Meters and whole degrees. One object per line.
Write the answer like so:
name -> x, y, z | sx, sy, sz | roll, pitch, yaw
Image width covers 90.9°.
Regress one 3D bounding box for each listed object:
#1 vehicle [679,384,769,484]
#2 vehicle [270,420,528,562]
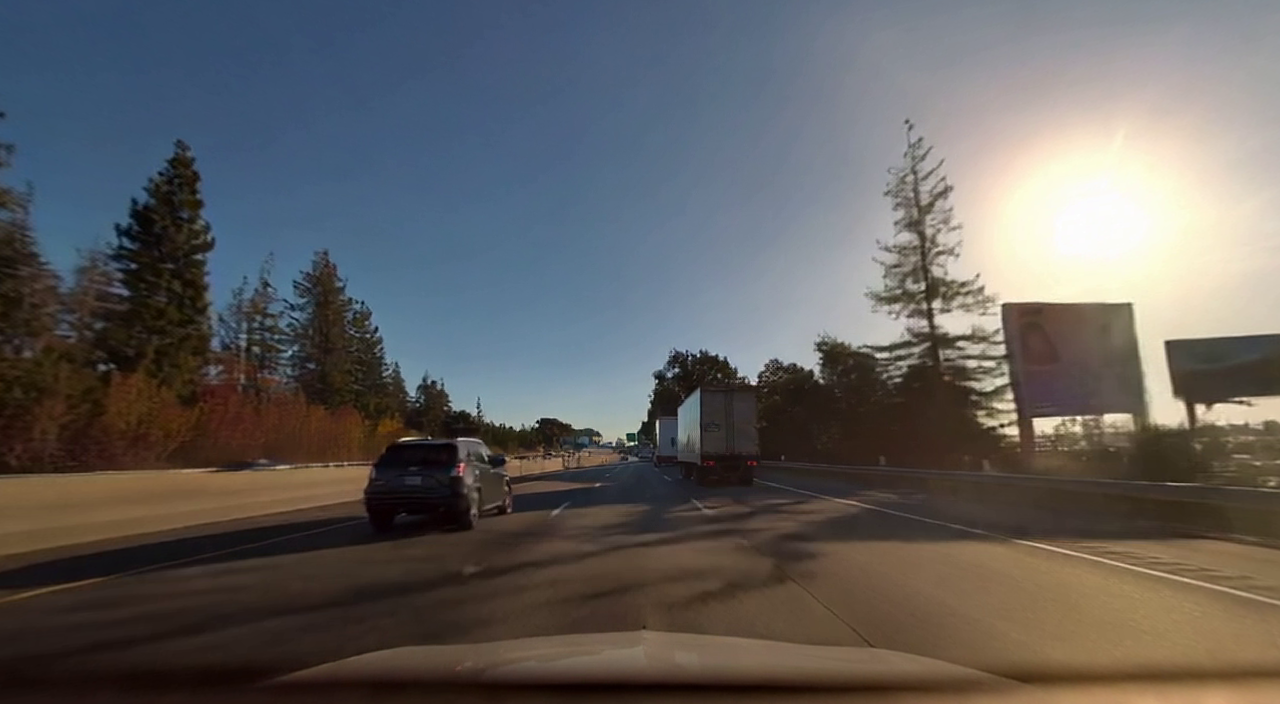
vehicle -> 4.046, 4.603, 34.143 | 2.826, 4.269, 14.176 | 0, -9, 0
vehicle -> -3.503, 2.139, 10.479 | 2.291, 1.788, 4.825 | 0, -9, 1
